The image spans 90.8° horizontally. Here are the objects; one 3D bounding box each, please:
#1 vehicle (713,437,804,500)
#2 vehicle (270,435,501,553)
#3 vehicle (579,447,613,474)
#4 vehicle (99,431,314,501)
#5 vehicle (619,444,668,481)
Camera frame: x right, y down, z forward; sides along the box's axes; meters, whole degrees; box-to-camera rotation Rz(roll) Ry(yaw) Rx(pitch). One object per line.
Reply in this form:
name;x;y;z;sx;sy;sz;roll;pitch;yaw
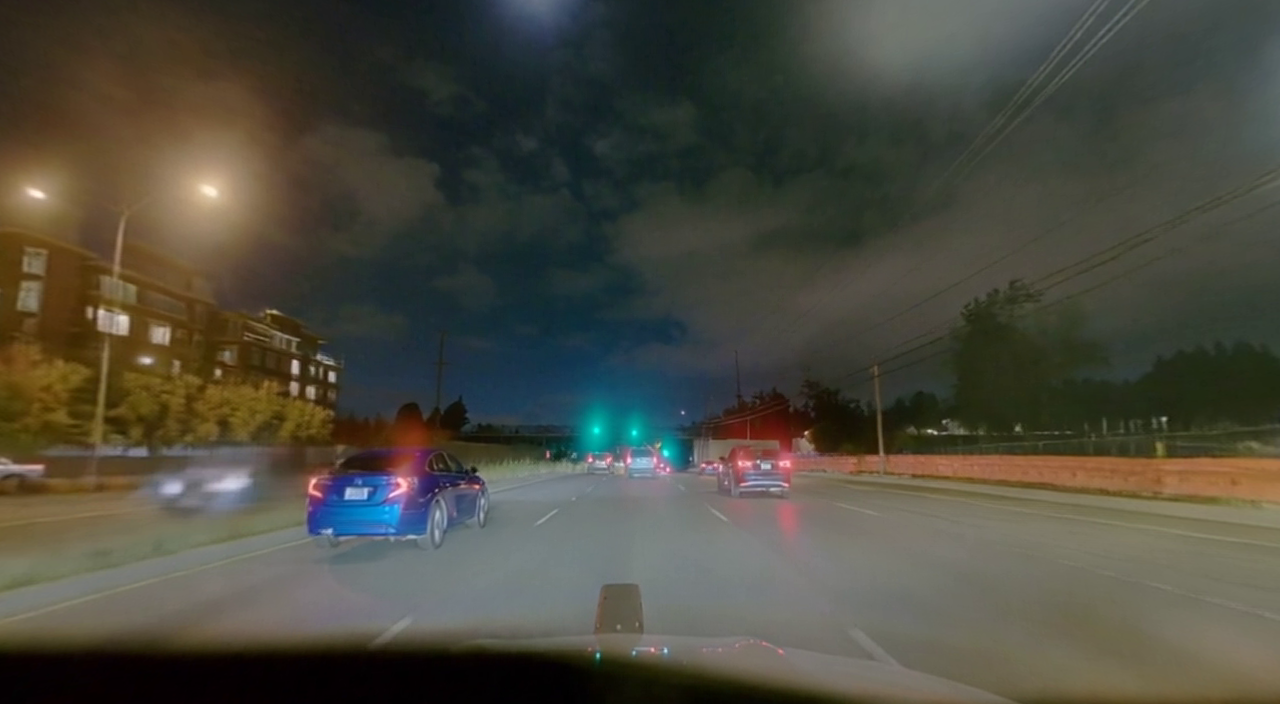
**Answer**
vehicle;3.685;3.673;20.443;2.029;1.797;4.218;0;-8;-1
vehicle;-3.700;2.117;10.180;1.968;1.473;4.209;0;-8;0
vehicle;-3.181;7.950;46.578;2.190;1.832;4.417;0;-8;1
vehicle;-10.323;2.738;15.622;2.057;1.472;4.526;0;-8;1
vehicle;0.139;5.489;31.732;2.291;1.714;4.217;0;-8;0
